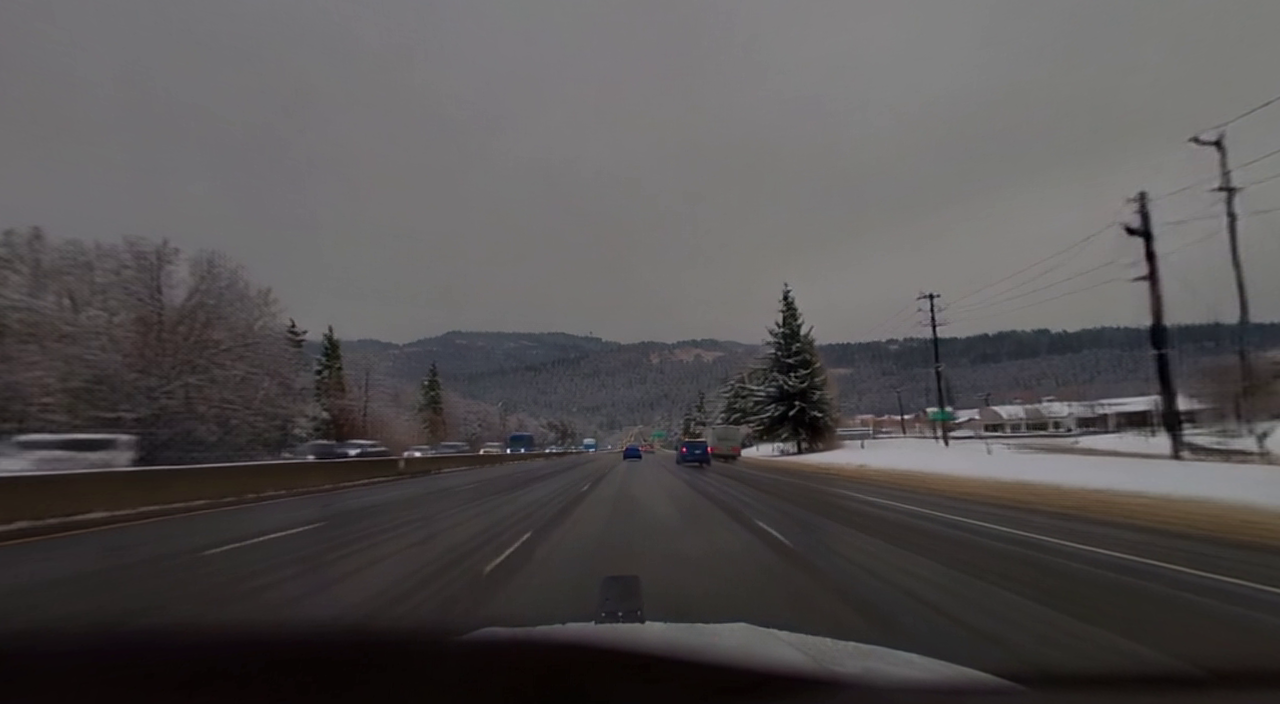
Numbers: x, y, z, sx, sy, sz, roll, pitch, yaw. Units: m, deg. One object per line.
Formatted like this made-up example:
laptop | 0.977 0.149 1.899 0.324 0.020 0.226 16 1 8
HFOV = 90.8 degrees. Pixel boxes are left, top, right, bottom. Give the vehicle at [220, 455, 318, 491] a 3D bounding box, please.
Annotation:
vehicle | -17.685 5.761 30.424 1.847 1.485 4.729 0 -9 0

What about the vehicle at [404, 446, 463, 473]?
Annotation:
vehicle | -13.801 7.197 42.581 2.059 1.632 5.389 0 -9 1

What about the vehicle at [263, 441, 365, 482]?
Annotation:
vehicle | -13.545 4.560 26.597 1.941 1.539 4.406 0 -9 0

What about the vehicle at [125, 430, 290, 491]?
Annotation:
vehicle | -25.064 6.362 37.508 2.954 3.149 9.482 0 -9 1

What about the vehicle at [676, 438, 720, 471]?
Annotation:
vehicle | 3.395 6.121 37.891 2.036 1.796 4.470 0 -9 -2

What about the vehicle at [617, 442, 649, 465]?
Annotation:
vehicle | -0.540 7.971 49.648 2.325 1.712 4.592 0 -9 0
